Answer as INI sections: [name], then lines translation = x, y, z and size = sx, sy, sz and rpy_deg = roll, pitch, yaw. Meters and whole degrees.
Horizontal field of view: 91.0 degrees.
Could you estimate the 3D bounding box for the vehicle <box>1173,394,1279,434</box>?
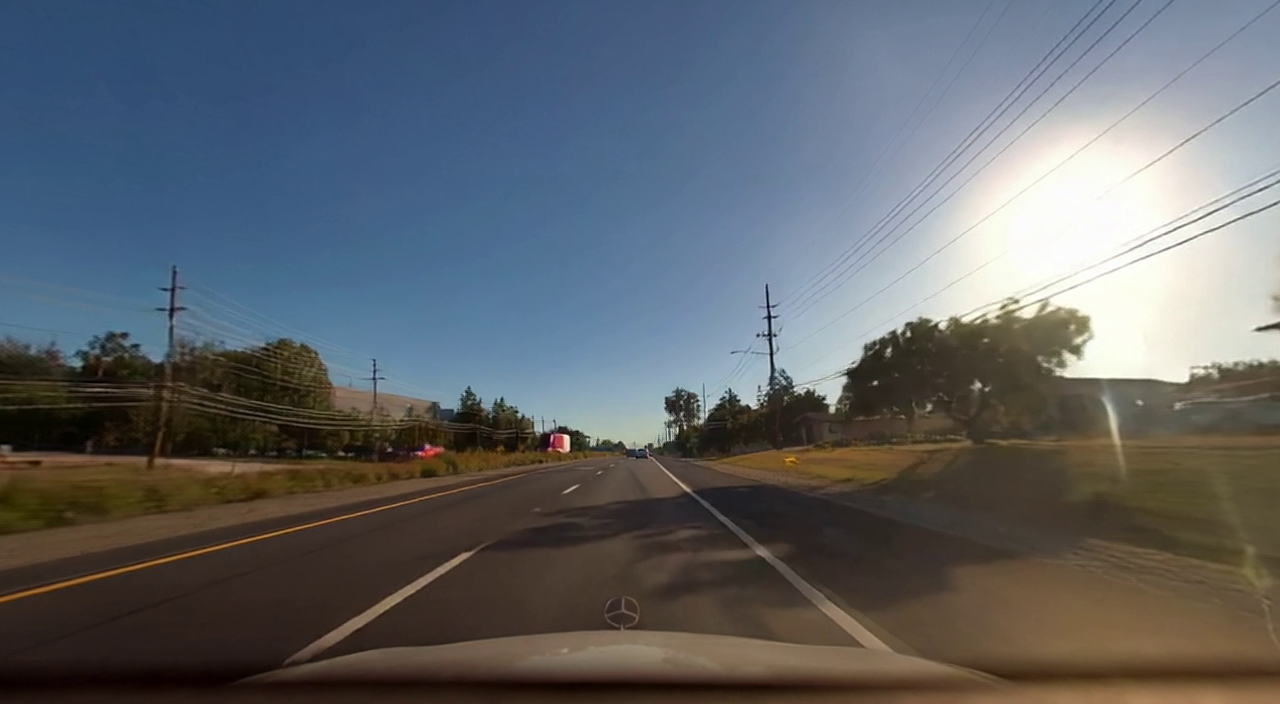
[vehicle]
translation = 28.126, 2.997, 29.943
size = 1.887, 1.623, 4.203
rpy_deg = 0, -9, 2
